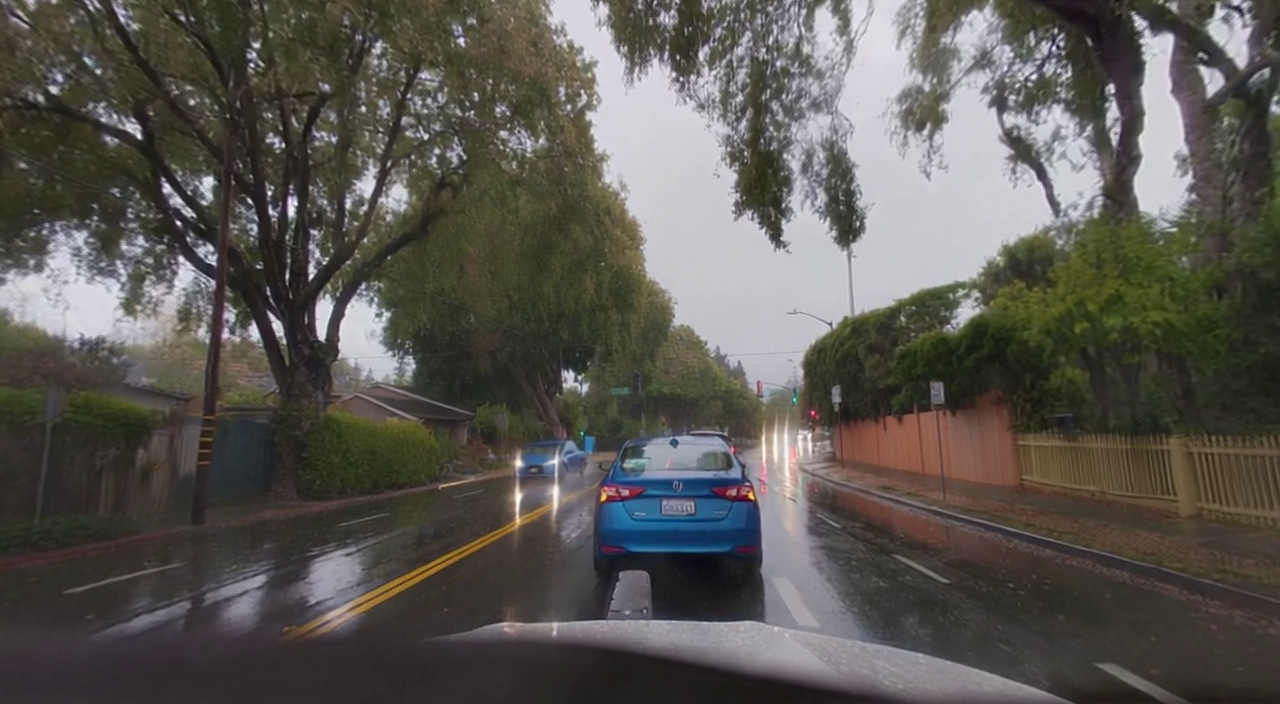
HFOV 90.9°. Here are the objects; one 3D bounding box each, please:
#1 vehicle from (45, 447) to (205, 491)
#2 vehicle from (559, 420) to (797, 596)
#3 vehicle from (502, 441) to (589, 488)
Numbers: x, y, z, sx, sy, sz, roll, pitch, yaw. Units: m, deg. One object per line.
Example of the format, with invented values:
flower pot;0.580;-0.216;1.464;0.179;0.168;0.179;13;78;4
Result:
vehicle;-18.115;4.100;22.269;4.069;1.445;2.063;-2;-9;8
vehicle;0.370;1.653;7.535;2.070;1.516;3.936;0;-8;1
vehicle;-3.259;3.992;22.802;1.956;1.488;4.560;-1;-8;7
